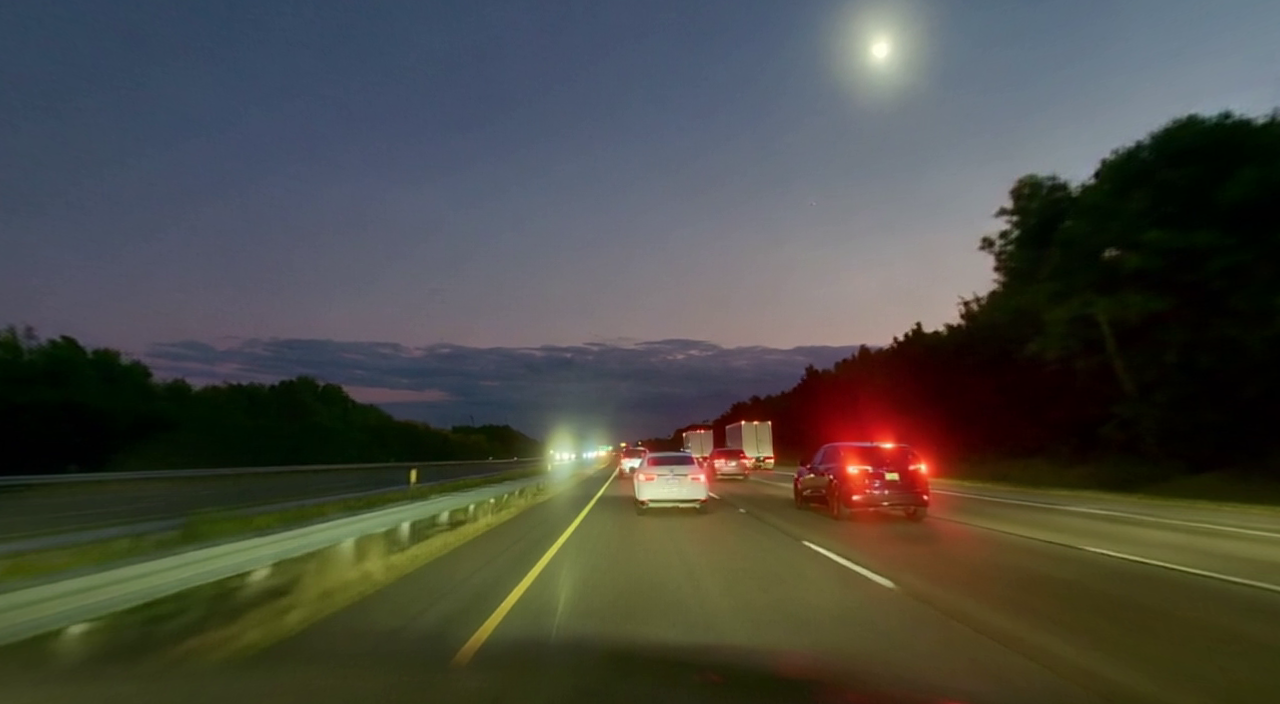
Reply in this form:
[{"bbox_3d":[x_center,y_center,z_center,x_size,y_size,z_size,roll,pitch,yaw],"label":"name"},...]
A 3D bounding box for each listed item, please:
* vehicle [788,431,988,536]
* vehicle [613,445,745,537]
[{"bbox_3d":[4.546,2.474,12.490,1.998,1.657,4.604,0,-9,-1],"label":"vehicle"},{"bbox_3d":[0.589,2.494,11.870,2.094,1.426,3.725,0,-9,-1],"label":"vehicle"}]
